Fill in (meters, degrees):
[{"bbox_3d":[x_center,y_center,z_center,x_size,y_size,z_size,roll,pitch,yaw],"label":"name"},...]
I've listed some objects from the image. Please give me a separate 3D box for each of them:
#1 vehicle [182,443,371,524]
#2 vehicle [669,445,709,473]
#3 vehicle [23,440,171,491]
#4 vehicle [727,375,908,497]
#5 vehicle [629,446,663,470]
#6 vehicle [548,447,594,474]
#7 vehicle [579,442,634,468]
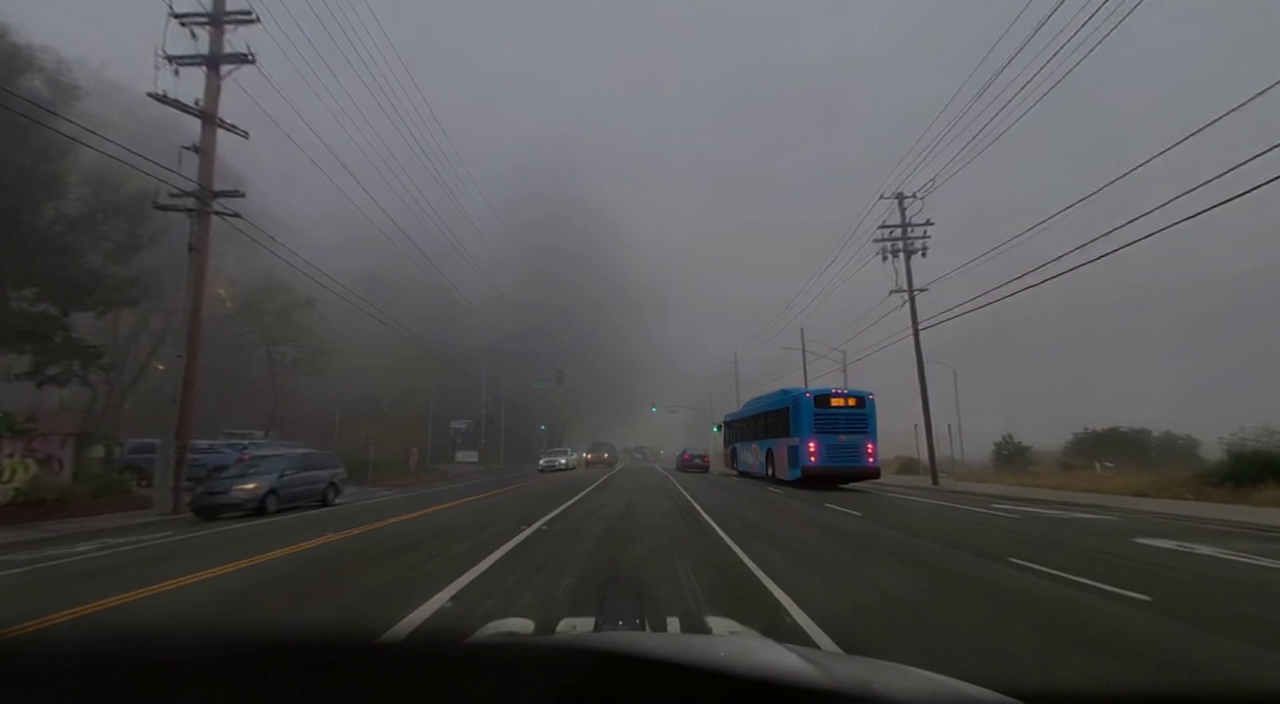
[{"bbox_3d":[-8.645,3.106,15.616,2.017,1.659,4.405,0,-8,0],"label":"vehicle"},{"bbox_3d":[2.807,6.196,36.915,1.961,1.470,4.196,0,-8,0],"label":"vehicle"},{"bbox_3d":[-23.418,4.883,27.392,4.497,2.023,2.073,-1,-7,1],"label":"vehicle"},{"bbox_3d":[5.882,3.261,24.237,3.045,3.447,12.604,0,-8,-1],"label":"vehicle"},{"bbox_3d":[0.341,6.950,41.789,2.016,1.464,4.089,0,-8,-3],"label":"vehicle"},{"bbox_3d":[-4.037,6.419,37.587,1.915,1.452,4.654,-1,-8,4],"label":"vehicle"},{"bbox_3d":[-2.482,7.751,47.732,2.076,1.815,4.464,-5,-9,29],"label":"vehicle"}]
